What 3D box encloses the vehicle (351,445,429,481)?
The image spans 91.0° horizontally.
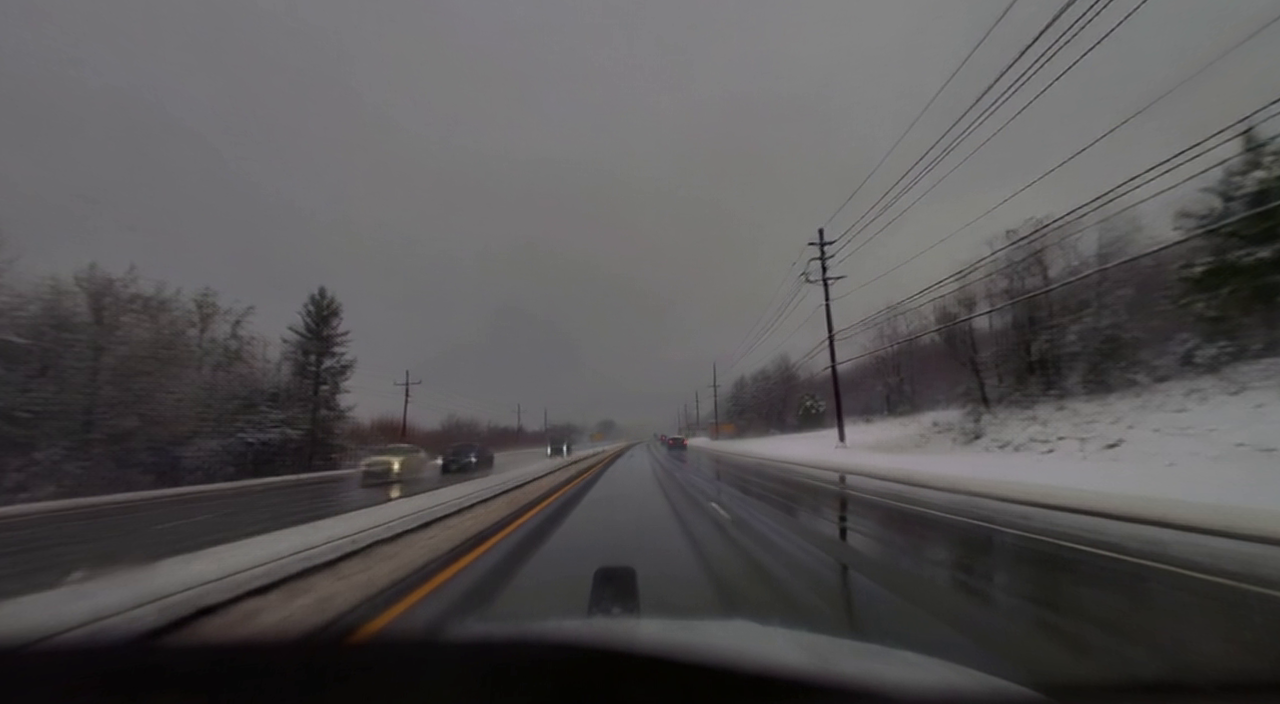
[{"bbox_3d":[-11.036,4.897,28.111,1.912,1.468,4.018,0,-8,-1],"label":"vehicle"}]

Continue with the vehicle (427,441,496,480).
[{"bbox_3d":[-7.846,4.783,28.136,1.863,1.592,4.379,0,-8,-1],"label":"vehicle"}]
